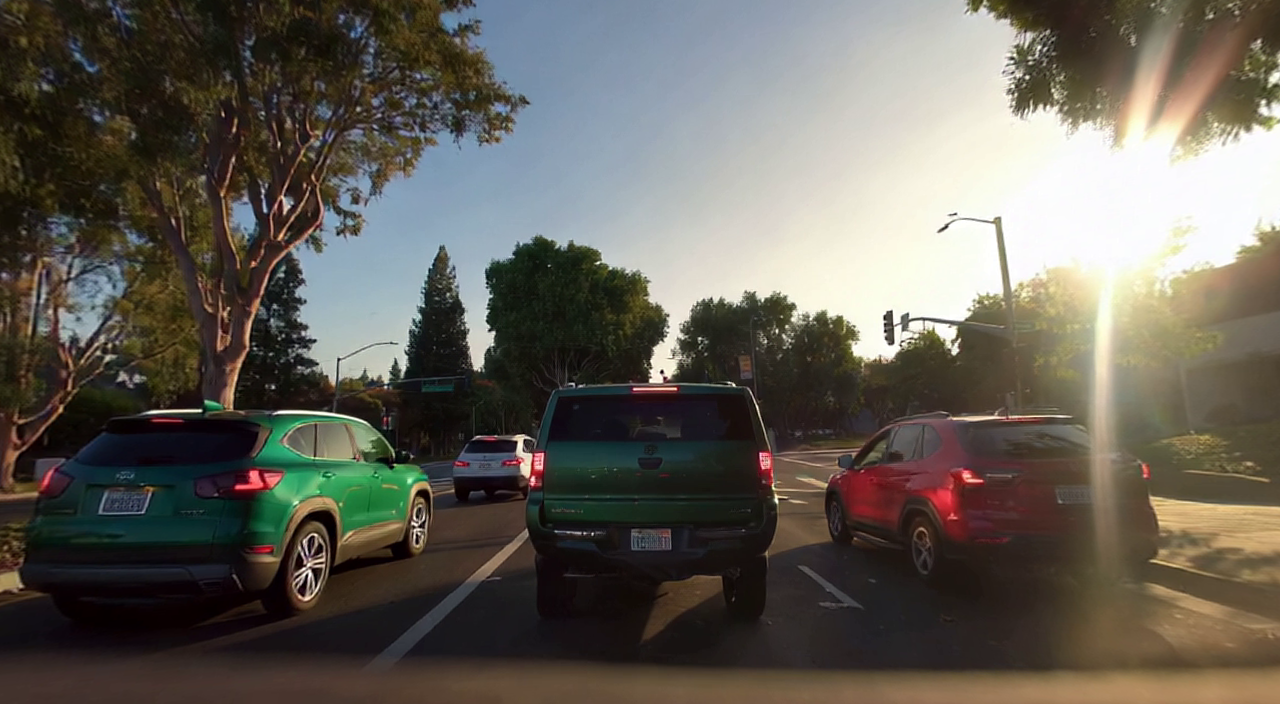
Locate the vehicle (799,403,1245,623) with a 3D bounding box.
[{"bbox_3d":[3.476,1.551,7.044,2.202,1.657,4.298,0,-9,-1],"label":"vehicle"}]

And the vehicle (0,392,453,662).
[{"bbox_3d":[-3.375,1.373,5.967,1.961,1.639,4.064,0,-9,0],"label":"vehicle"}]

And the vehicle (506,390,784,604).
[{"bbox_3d":[0.020,1.489,7.248,2.294,1.761,3.857,0,-9,-1],"label":"vehicle"}]
